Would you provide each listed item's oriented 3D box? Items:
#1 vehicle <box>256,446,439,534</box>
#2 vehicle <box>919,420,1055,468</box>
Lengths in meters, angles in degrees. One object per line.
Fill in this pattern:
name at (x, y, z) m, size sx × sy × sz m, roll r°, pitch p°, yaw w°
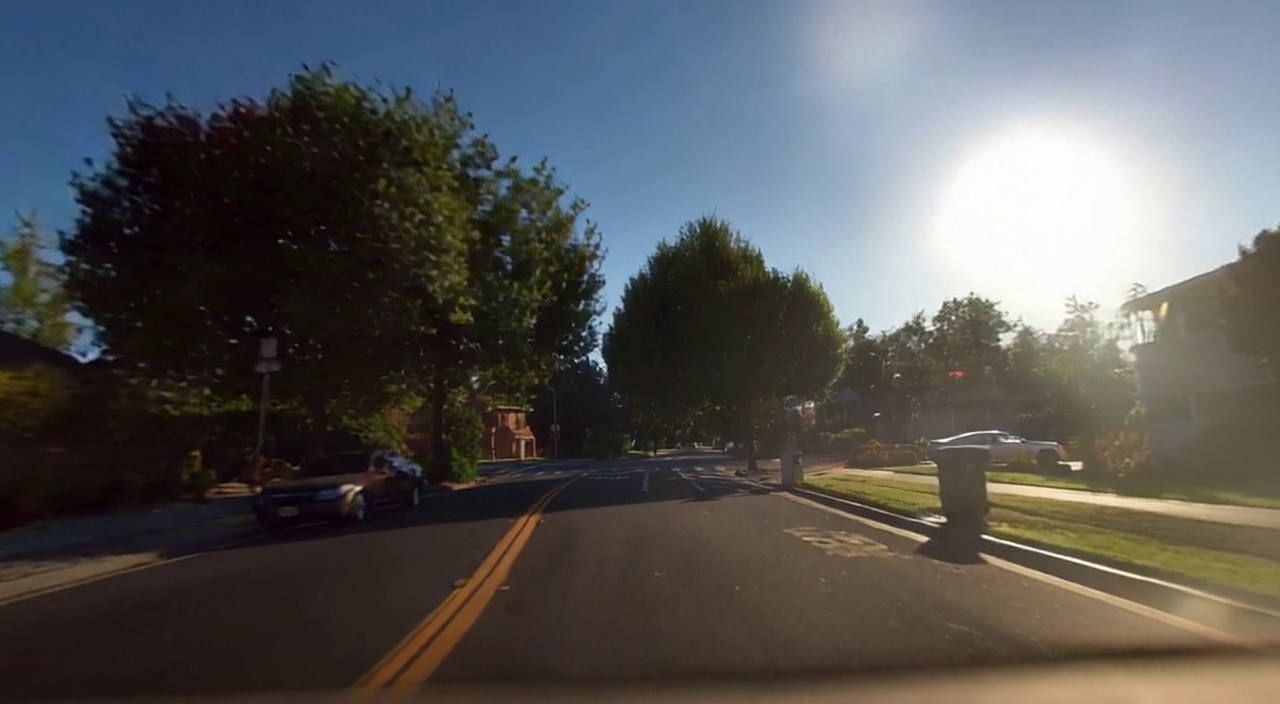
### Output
vehicle at (-6.075, 2.855, 13.738) m, size 2.033 × 1.456 × 4.370 m, roll -3°, pitch -8°, yaw -2°
vehicle at (14.811, 3.989, 27.036) m, size 4.562 × 1.850 × 2.130 m, roll 1°, pitch -10°, yaw 3°
